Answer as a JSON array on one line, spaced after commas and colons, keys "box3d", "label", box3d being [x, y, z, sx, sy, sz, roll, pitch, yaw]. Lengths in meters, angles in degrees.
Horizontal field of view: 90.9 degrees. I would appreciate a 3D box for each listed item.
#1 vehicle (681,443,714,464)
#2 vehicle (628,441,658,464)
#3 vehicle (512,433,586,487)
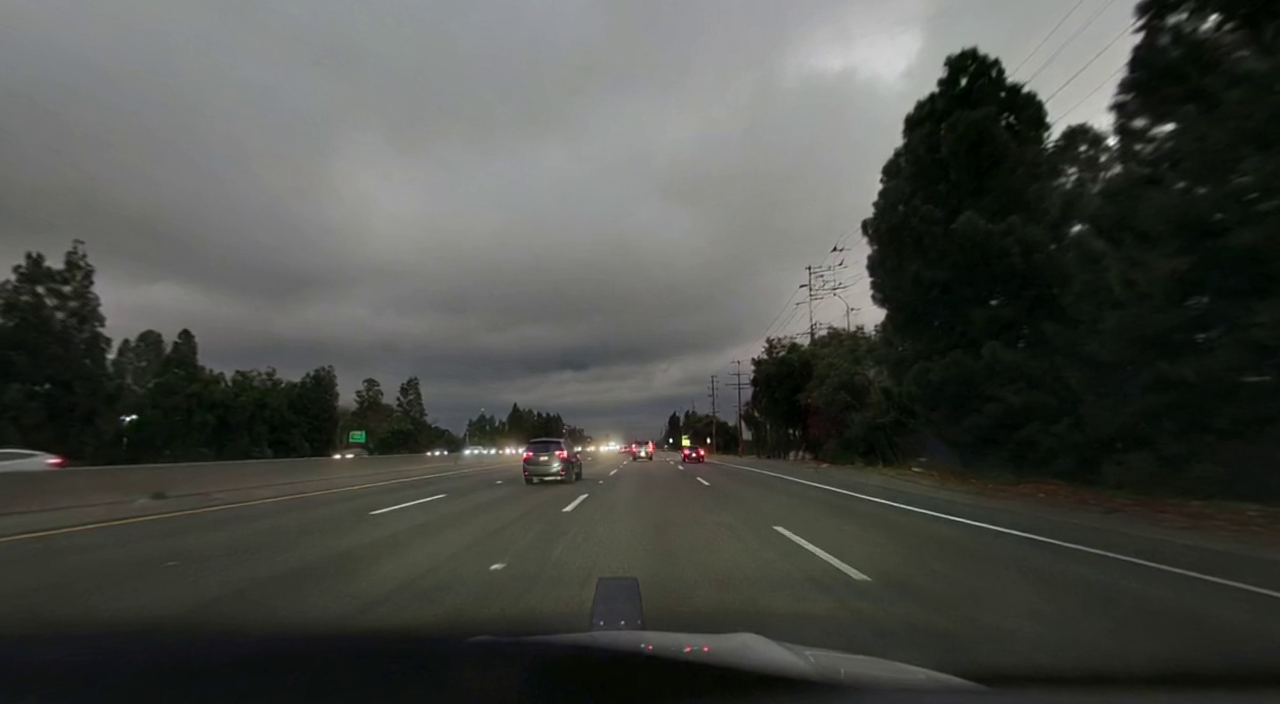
[{"box3d": [4.214, 7.538, 46.878, 1.964, 1.479, 4.252, 0, -8, 0], "label": "vehicle"}, {"box3d": [0.253, 7.504, 47.398, 2.156, 1.647, 3.987, 0, -8, 1], "label": "vehicle"}, {"box3d": [-3.119, 3.775, 22.377, 1.961, 1.704, 4.052, 0, -8, 1], "label": "vehicle"}]
